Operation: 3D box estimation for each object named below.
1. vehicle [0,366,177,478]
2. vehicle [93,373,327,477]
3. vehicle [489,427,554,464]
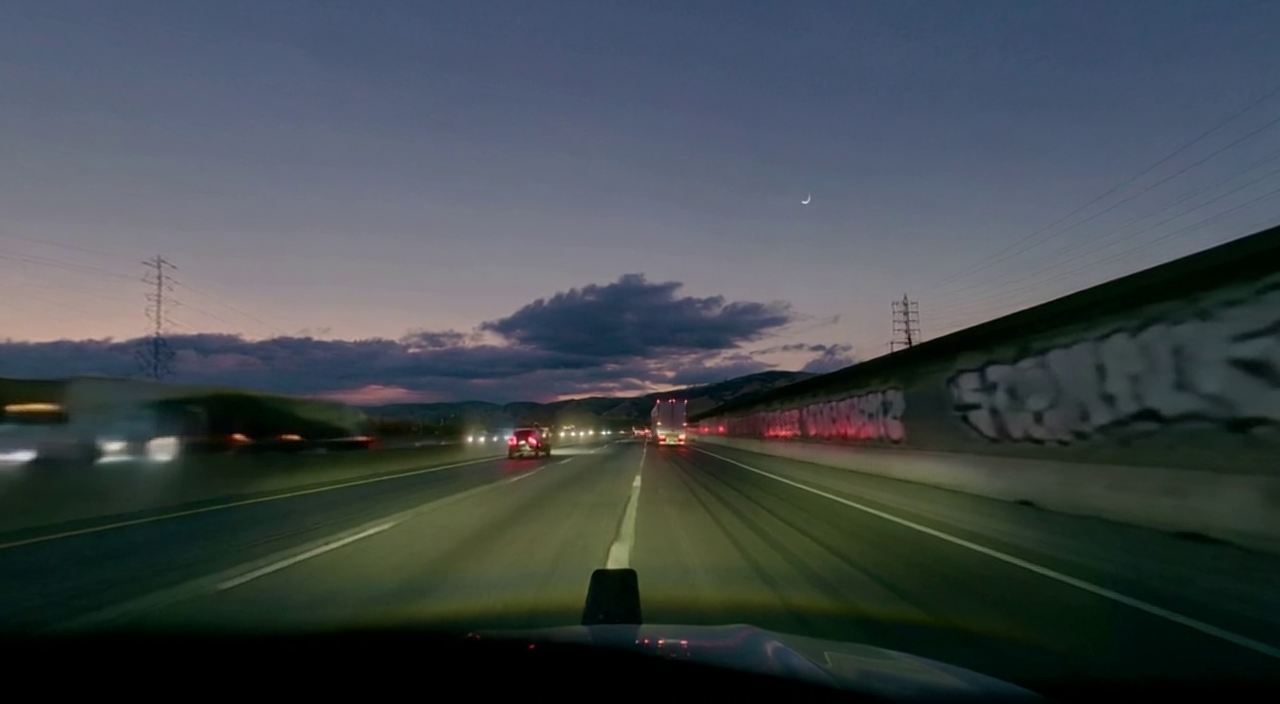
[{"bbox_3d":[-21.017,2.641,23.377,2.982,3.628,5.869,0,-8,0],"label":"vehicle"},{"bbox_3d":[-13.484,2.443,20.725,2.567,2.823,7.062,0,-8,1],"label":"vehicle"},{"bbox_3d":[-5.219,4.166,28.322,1.965,1.486,4.448,0,-8,1],"label":"vehicle"}]
